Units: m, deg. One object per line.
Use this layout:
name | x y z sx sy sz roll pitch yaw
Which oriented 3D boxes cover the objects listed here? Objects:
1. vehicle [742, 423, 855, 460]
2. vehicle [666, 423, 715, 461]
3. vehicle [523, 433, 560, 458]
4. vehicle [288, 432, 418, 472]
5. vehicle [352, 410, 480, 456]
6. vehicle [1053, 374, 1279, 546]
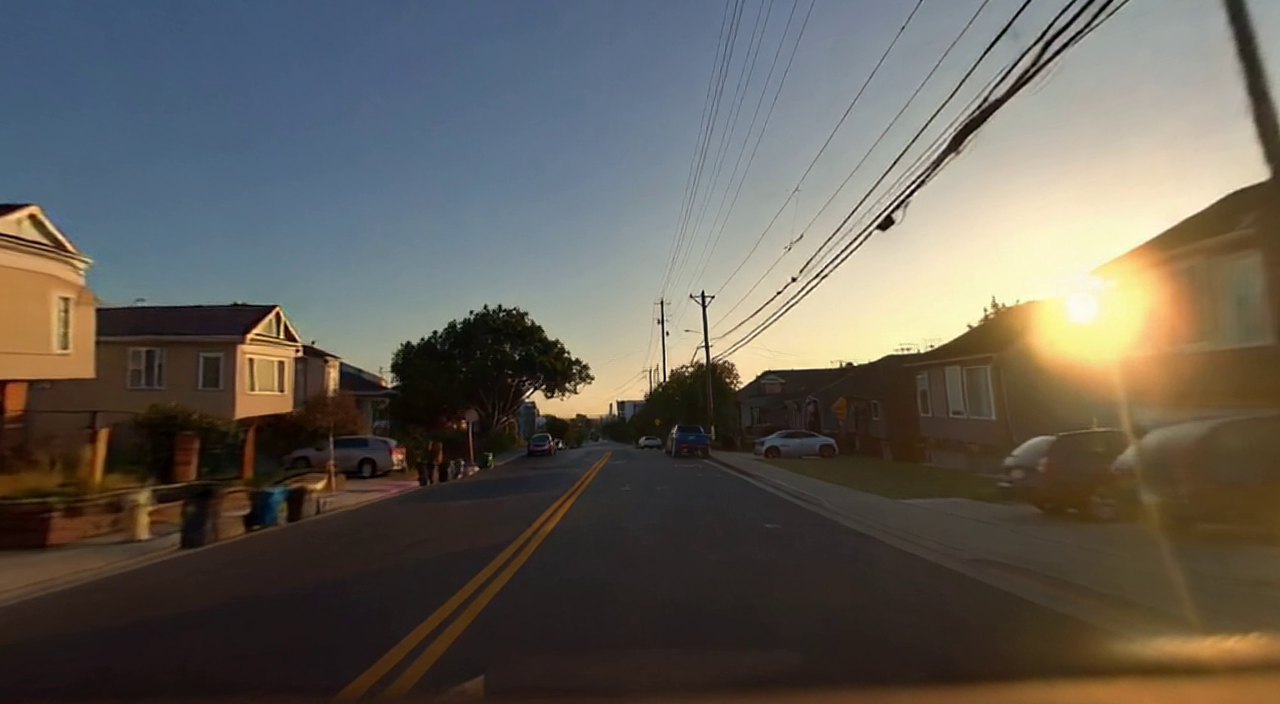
vehicle | 7.406 4.254 29.820 4.893 1.642 1.874 0 -10 3
vehicle | 2.740 5.041 35.456 2.277 1.917 5.495 0 -8 0
vehicle | -6.975 6.628 45.053 1.994 1.588 4.148 -3 -7 -1
vehicle | -11.987 4.173 26.490 4.484 1.538 1.901 0 -8 2
vehicle | -14.397 5.267 40.721 7.267 2.775 2.786 -1 -9 12
vehicle | 8.475 1.250 8.158 4.622 1.826 2.065 -4 -9 -1
